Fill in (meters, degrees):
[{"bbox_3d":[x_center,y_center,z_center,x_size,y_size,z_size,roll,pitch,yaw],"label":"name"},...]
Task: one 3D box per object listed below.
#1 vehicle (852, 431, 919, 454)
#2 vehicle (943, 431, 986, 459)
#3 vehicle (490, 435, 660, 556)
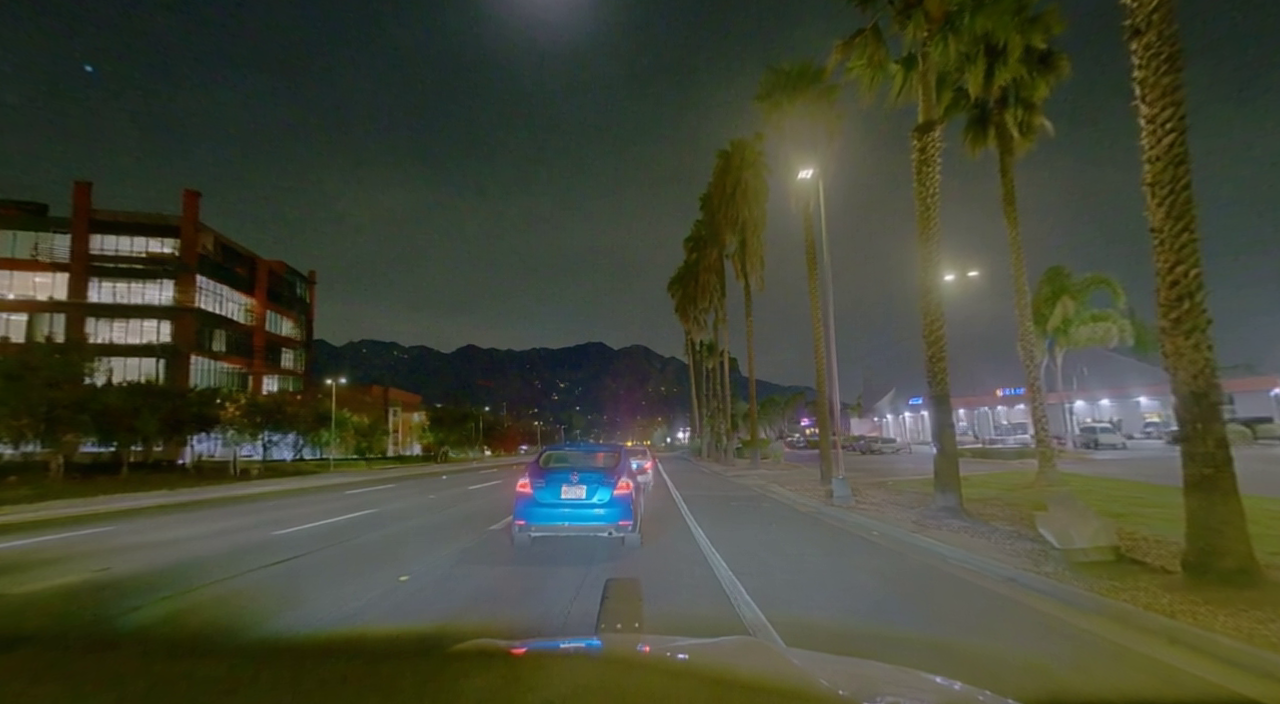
[{"bbox_3d":[19.183,7.104,49.455,1.925,1.652,4.490,6,-10,-34],"label":"vehicle"},{"bbox_3d":[19.139,5.468,37.155,1.961,1.526,4.640,-5,-10,29],"label":"vehicle"},{"bbox_3d":[-0.883,2.040,9.723,2.067,1.459,3.886,0,-8,-3],"label":"vehicle"}]
